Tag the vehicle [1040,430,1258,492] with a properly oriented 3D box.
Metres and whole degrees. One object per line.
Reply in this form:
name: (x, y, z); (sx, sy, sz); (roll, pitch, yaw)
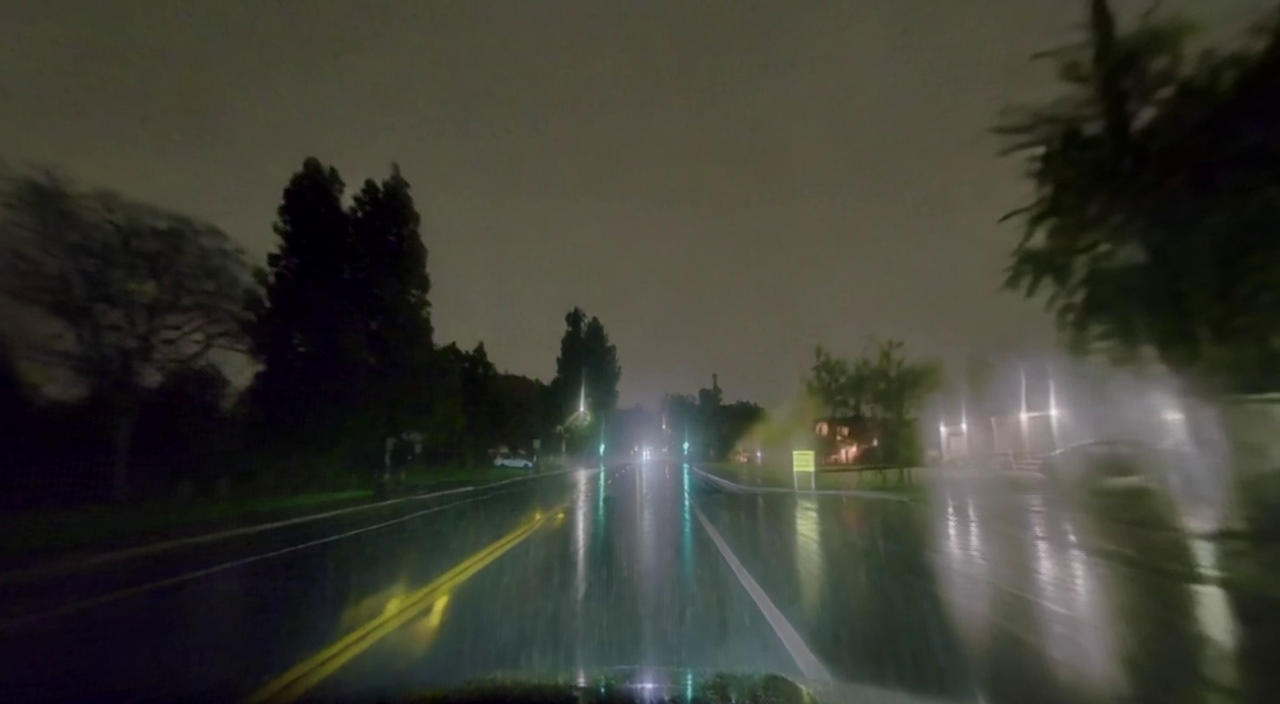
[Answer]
vehicle: (15.506, 3.349, 19.466); (4.785, 1.780, 2.055); (-1, -9, 3)
